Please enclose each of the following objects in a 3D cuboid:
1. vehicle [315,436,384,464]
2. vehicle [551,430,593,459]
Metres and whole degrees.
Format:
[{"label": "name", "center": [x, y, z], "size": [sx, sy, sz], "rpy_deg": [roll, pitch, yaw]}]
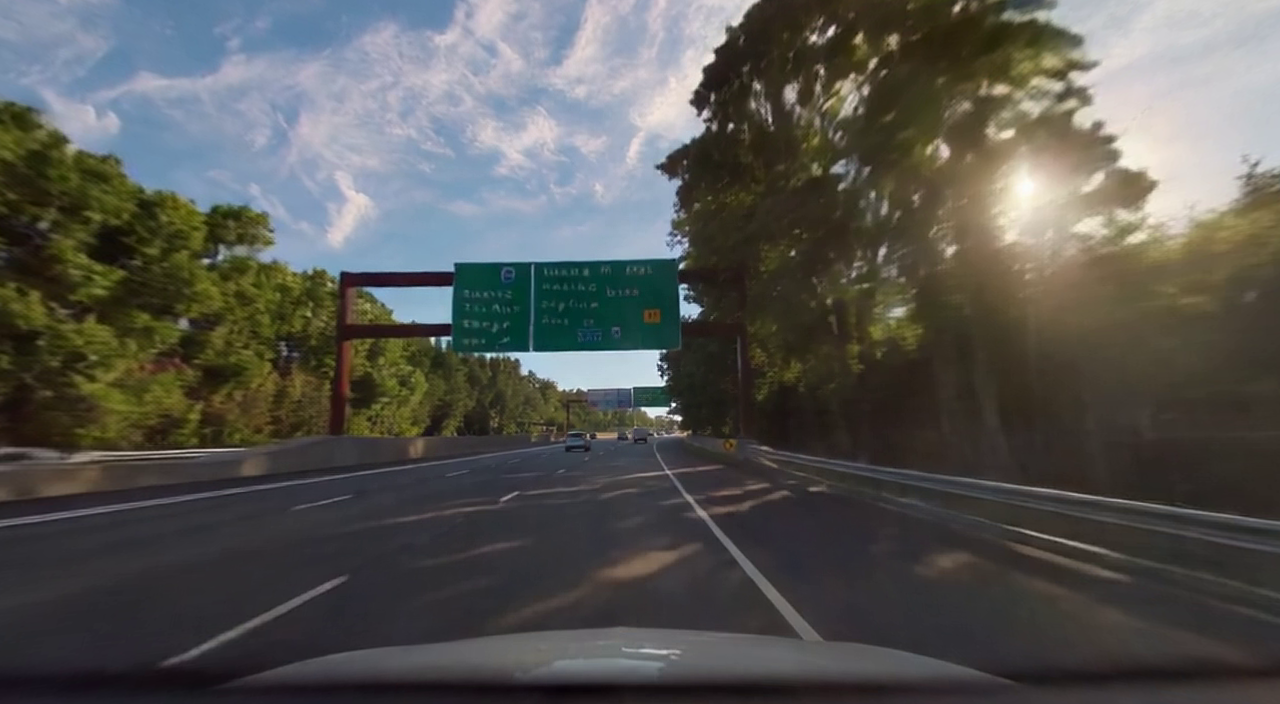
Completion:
[{"label": "vehicle", "center": [-16.587, 5.608, 36.222], "size": [1.863, 1.482, 4.336], "rpy_deg": [0, -7, 0]}, {"label": "vehicle", "center": [-4.086, 5.645, 38.648], "size": [2.052, 1.626, 4.514], "rpy_deg": [0, -8, 1]}]
